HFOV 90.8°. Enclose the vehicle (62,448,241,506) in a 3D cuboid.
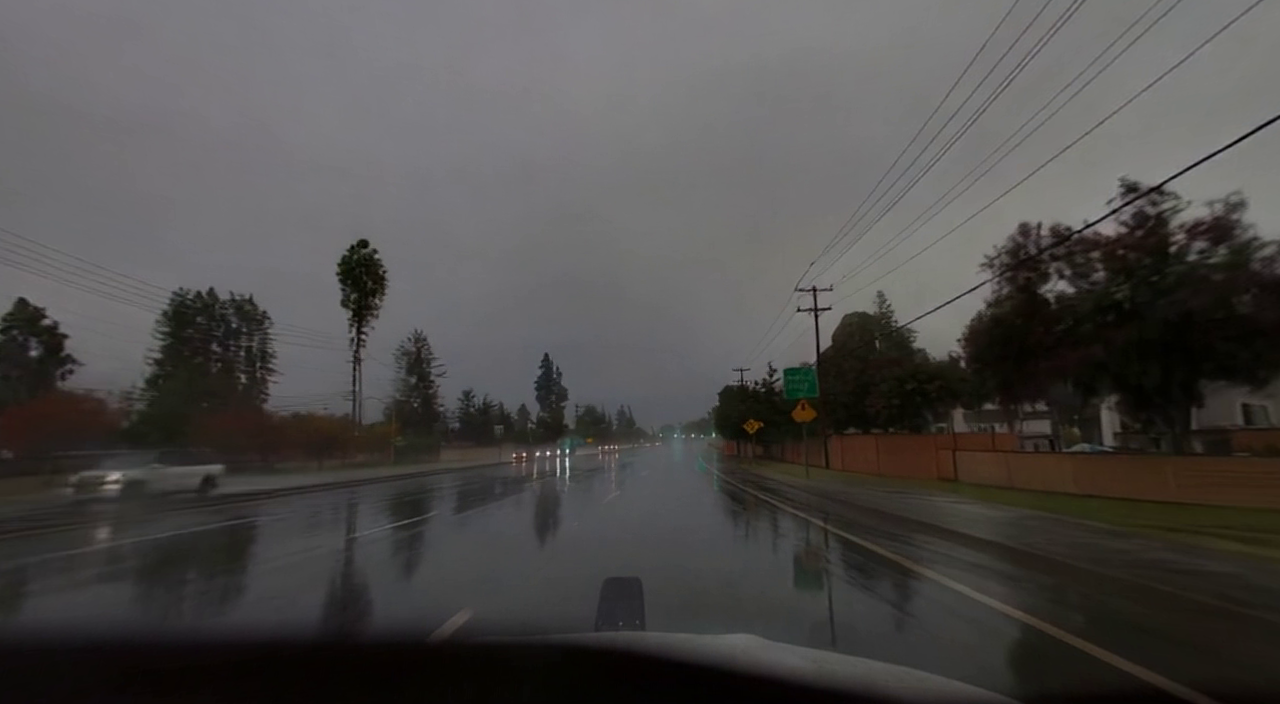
[{"bbox_3d":[-14.549,3.701,19.233,1.887,1.478,4.471,0,-8,0],"label":"vehicle"}]
